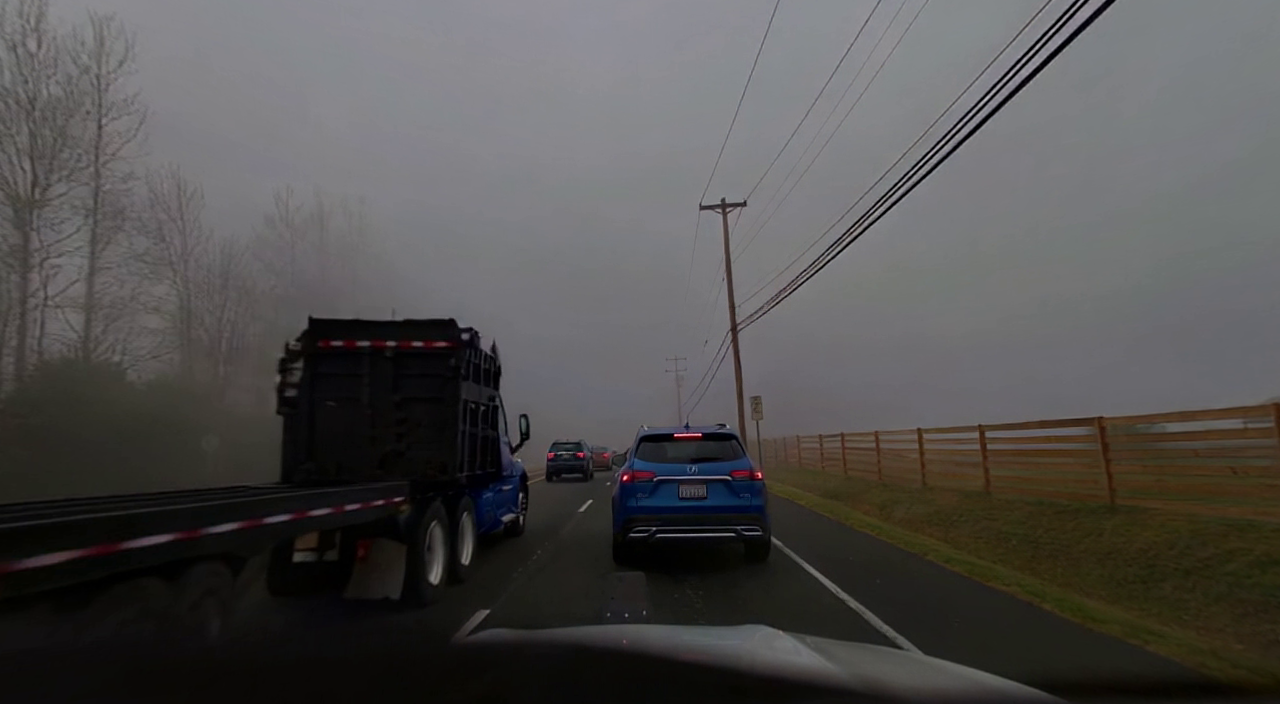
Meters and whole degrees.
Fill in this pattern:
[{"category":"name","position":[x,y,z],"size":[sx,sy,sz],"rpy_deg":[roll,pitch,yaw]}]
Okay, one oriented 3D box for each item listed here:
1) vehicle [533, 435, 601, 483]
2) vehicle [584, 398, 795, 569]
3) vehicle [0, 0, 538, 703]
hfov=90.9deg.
[{"category":"vehicle","position":[-2.707,4.092,24.347],"size":[2.037,1.639,4.213],"rpy_deg":[0,-9,2]},{"category":"vehicle","position":[0.483,1.670,8.658],"size":[2.174,1.749,4.113],"rpy_deg":[0,-9,-1]},{"category":"vehicle","position":[-3.130,0.366,5.067],"size":[2.928,3.658,8.980],"rpy_deg":[0,-9,1]}]
